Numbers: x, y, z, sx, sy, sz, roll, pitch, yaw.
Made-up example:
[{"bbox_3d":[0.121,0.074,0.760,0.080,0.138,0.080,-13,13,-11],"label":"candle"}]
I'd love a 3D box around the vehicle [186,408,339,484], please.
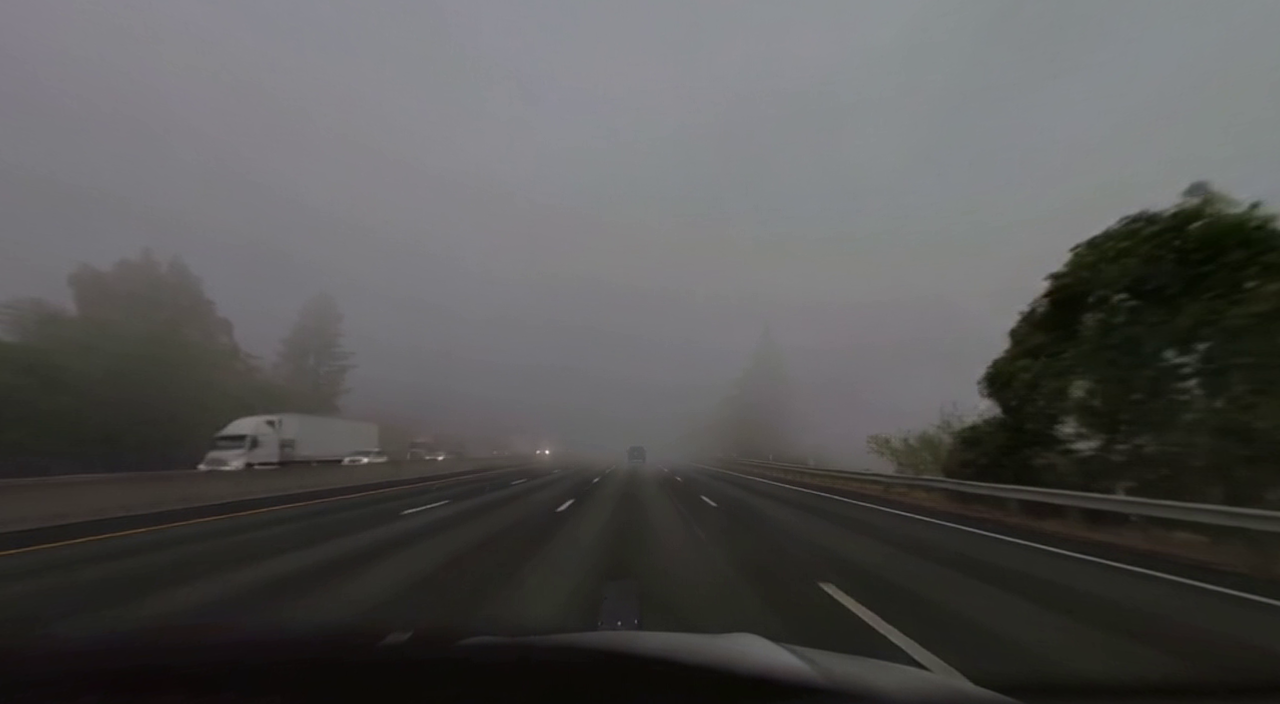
[{"bbox_3d":[-22.921,5.894,39.140,3.011,4.011,10.543,0,-9,-1],"label":"vehicle"}]

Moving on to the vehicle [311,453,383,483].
[{"bbox_3d":[-15.808,6.233,34.061,1.845,1.481,4.396,0,-9,-1],"label":"vehicle"}]
